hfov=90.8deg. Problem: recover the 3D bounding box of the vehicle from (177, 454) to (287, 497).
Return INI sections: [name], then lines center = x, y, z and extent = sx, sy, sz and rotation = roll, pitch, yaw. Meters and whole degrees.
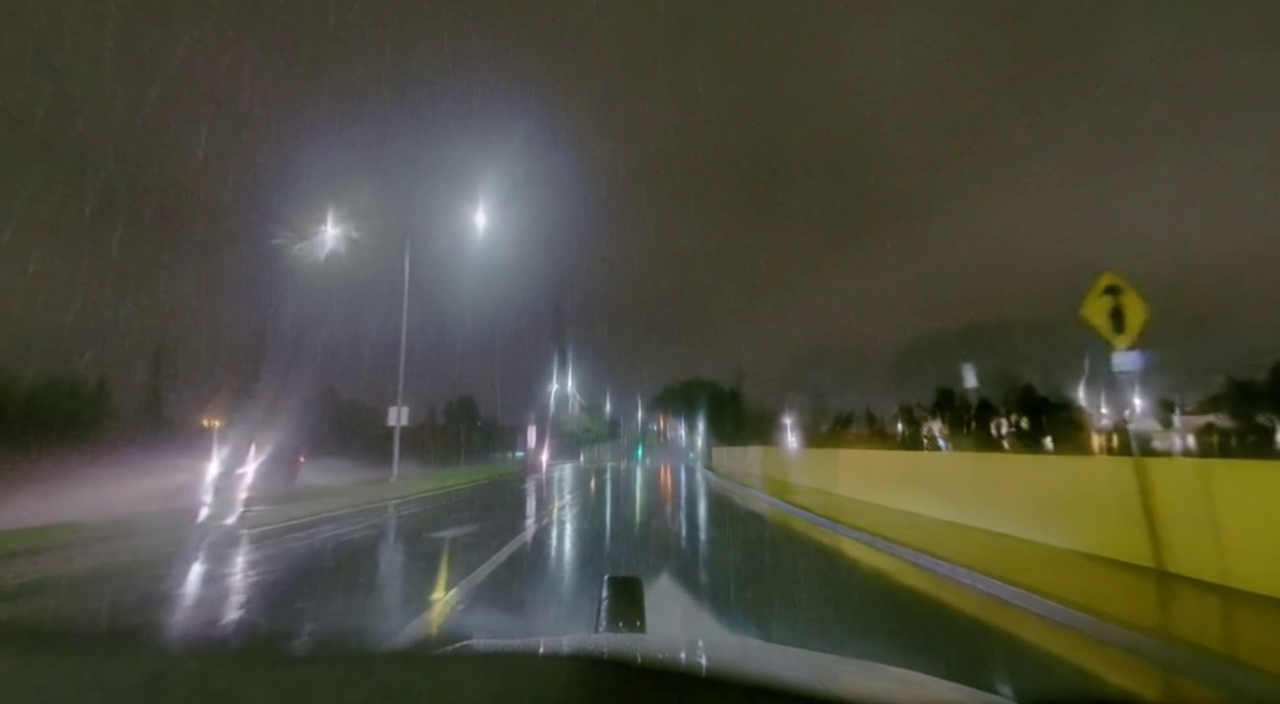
[vehicle]
center = -16.702, 5.032, 26.113
extent = 1.980, 1.575, 3.822
rotation = 0, -9, -1
